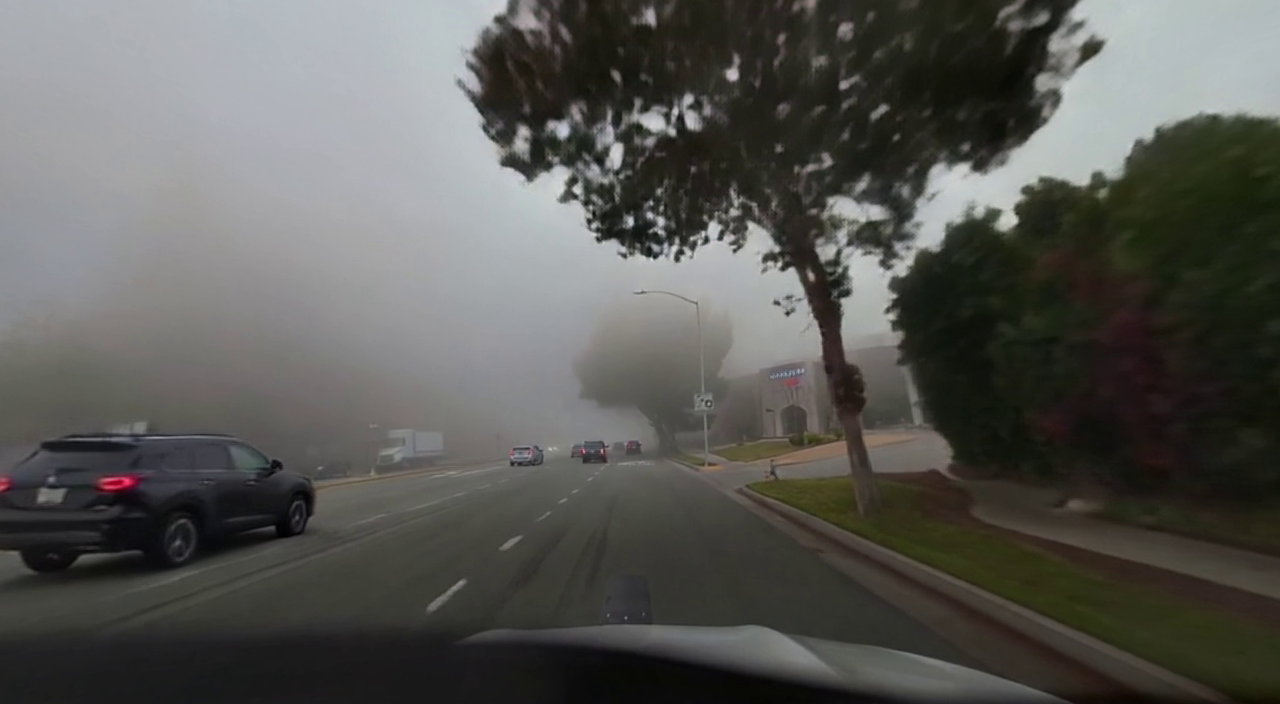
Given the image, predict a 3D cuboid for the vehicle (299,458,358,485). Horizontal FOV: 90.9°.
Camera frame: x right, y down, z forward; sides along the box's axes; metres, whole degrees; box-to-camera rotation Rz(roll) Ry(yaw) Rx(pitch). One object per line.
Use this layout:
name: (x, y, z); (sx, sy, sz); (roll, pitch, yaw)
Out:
vehicle: (-21.949, 8.414, 44.607); (1.900, 1.467, 4.655); (-5, -8, -1)

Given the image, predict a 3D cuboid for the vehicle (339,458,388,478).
vehicle: (-21.830, 9.168, 49.971); (1.783, 1.456, 4.350); (-1, -9, 3)

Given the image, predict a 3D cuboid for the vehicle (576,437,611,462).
vehicle: (-3.222, 6.876, 44.416); (2.100, 1.661, 3.837); (0, -9, 1)

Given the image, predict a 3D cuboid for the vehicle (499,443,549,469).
vehicle: (-6.688, 6.039, 36.830); (2.072, 1.427, 4.328); (0, -9, 0)

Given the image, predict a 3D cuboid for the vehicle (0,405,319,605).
vehicle: (-6.605, 1.783, 8.314); (2.137, 1.835, 4.844); (0, -9, 0)
